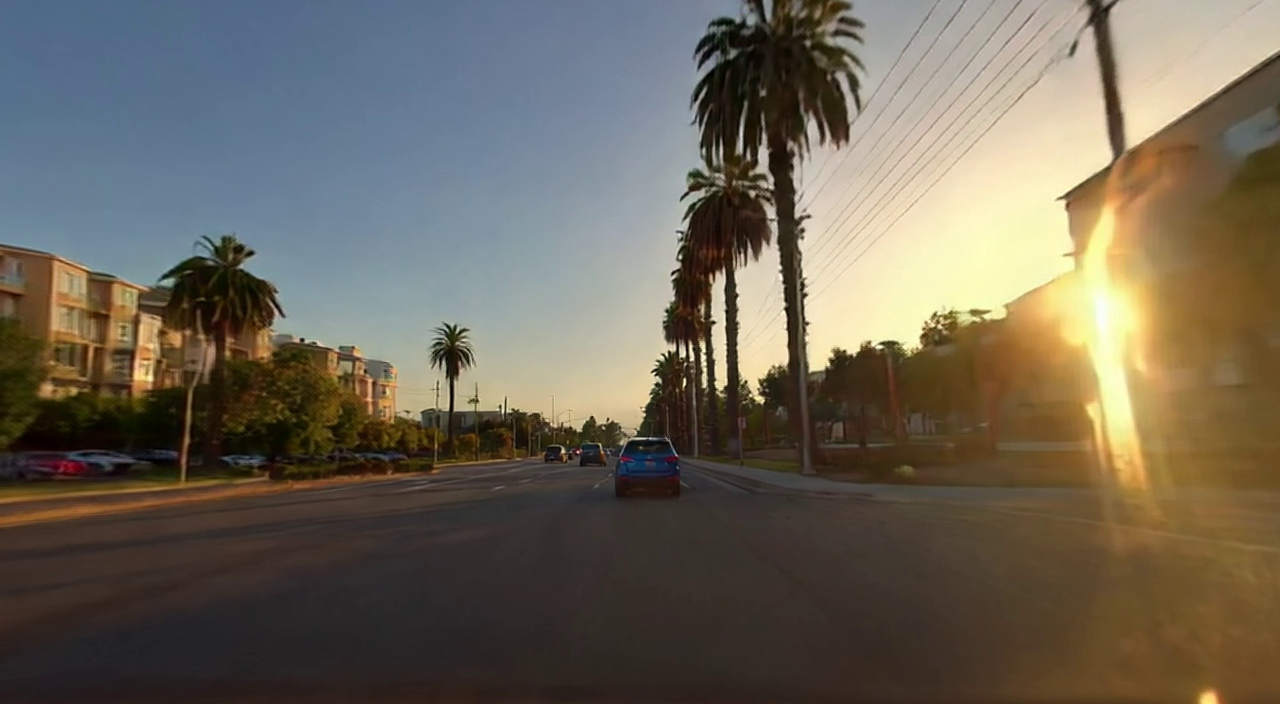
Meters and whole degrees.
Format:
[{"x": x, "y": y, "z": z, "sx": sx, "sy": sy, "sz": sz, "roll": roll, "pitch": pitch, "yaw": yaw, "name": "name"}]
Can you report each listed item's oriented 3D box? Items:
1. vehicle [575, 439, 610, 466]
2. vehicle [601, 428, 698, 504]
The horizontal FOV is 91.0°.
[{"x": -3.405, "y": 7.348, "z": 46.124, "sx": 2.169, "sy": 1.796, "sz": 4.821, "roll": 0, "pitch": -9, "yaw": 1, "name": "vehicle"}, {"x": 0.181, "y": 2.904, "z": 16.450, "sx": 2.198, "sy": 1.706, "sz": 4.166, "roll": 0, "pitch": -9, "yaw": -1, "name": "vehicle"}]
